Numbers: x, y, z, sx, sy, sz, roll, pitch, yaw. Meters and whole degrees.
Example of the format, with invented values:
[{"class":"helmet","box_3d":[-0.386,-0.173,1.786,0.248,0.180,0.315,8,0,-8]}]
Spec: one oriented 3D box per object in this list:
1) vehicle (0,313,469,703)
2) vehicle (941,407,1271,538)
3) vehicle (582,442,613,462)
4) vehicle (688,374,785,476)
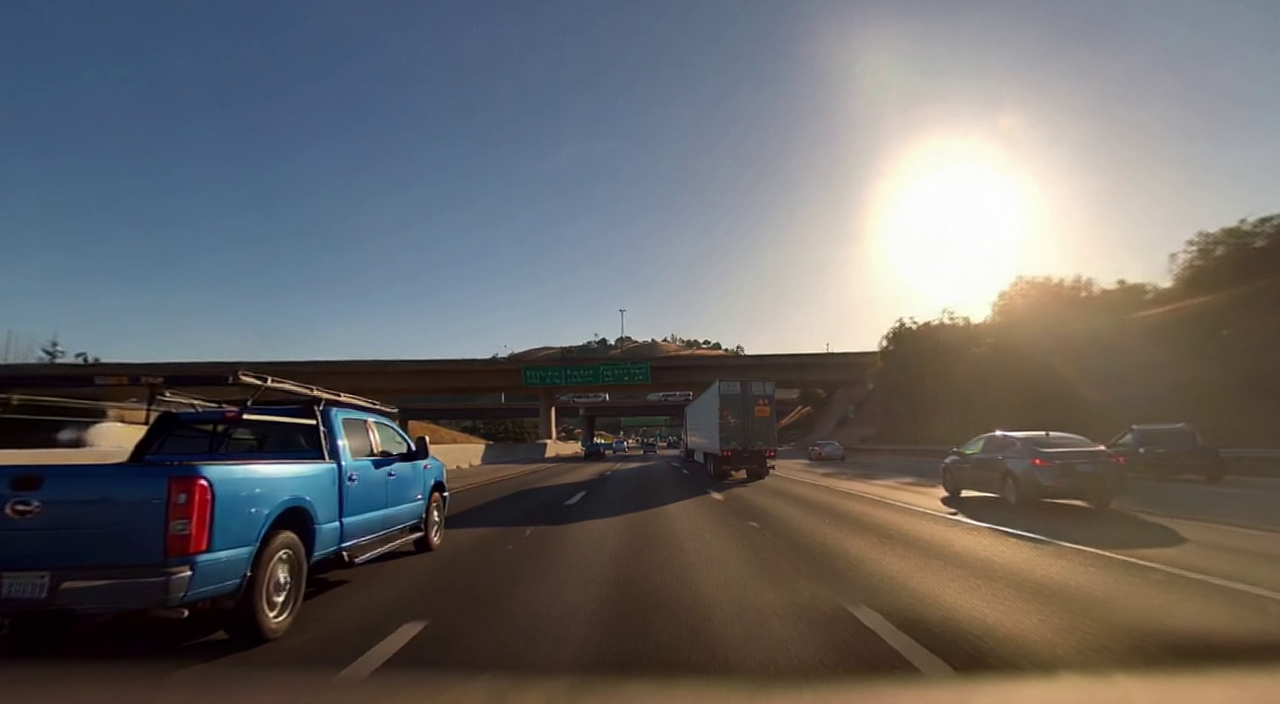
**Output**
[{"class":"vehicle","box_3d":[-3.870,1.277,6.241,2.599,2.054,6.288,0,-8,0]},{"class":"vehicle","box_3d":[7.264,1.926,10.675,1.999,1.700,4.640,0,-8,0]},{"class":"vehicle","box_3d":[-3.216,7.634,48.325,2.077,1.446,4.106,0,-8,1]},{"class":"vehicle","box_3d":[4.361,3.851,31.744,2.885,4.036,12.891,0,-8,0]}]
